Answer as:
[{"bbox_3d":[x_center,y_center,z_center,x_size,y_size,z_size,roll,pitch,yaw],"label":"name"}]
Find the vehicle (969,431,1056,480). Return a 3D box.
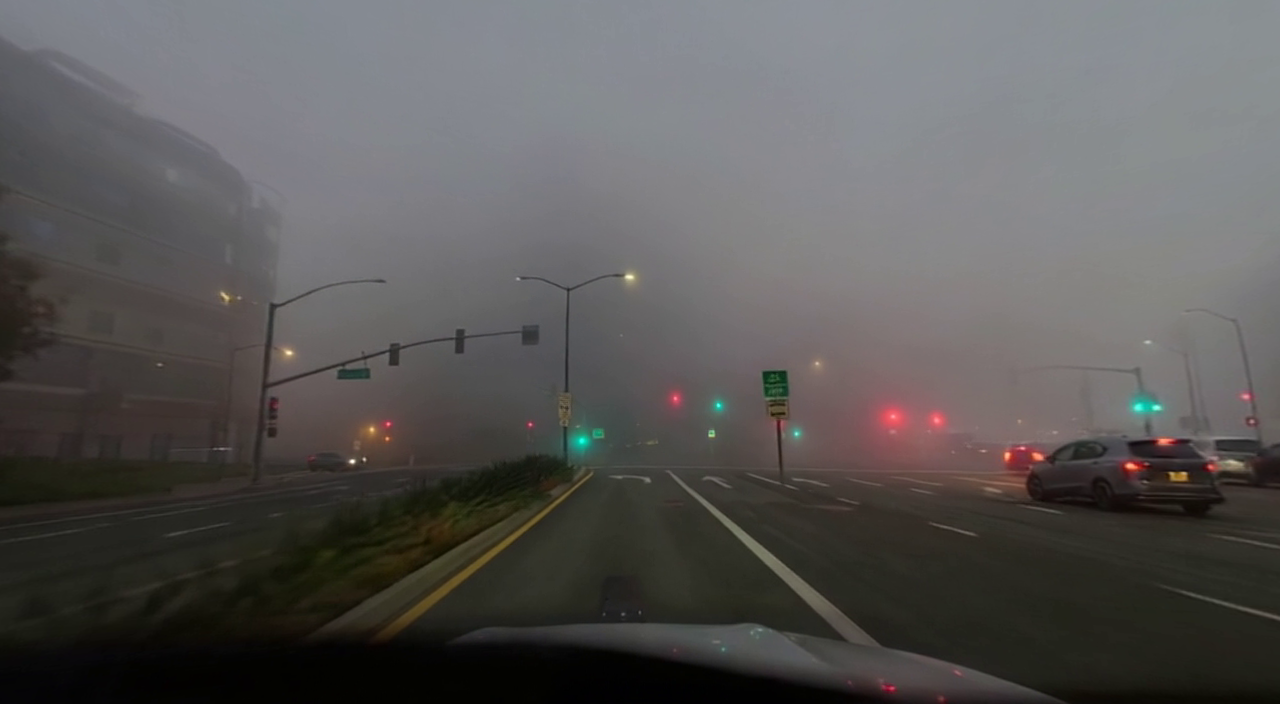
[{"bbox_3d":[15.332,4.252,26.272,1.951,1.843,4.335,-2,-9,16],"label":"vehicle"}]

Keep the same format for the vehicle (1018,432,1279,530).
[{"bbox_3d":[9.618,2.331,12.088,1.933,1.500,4.458,0,-8,-1],"label":"vehicle"}]
